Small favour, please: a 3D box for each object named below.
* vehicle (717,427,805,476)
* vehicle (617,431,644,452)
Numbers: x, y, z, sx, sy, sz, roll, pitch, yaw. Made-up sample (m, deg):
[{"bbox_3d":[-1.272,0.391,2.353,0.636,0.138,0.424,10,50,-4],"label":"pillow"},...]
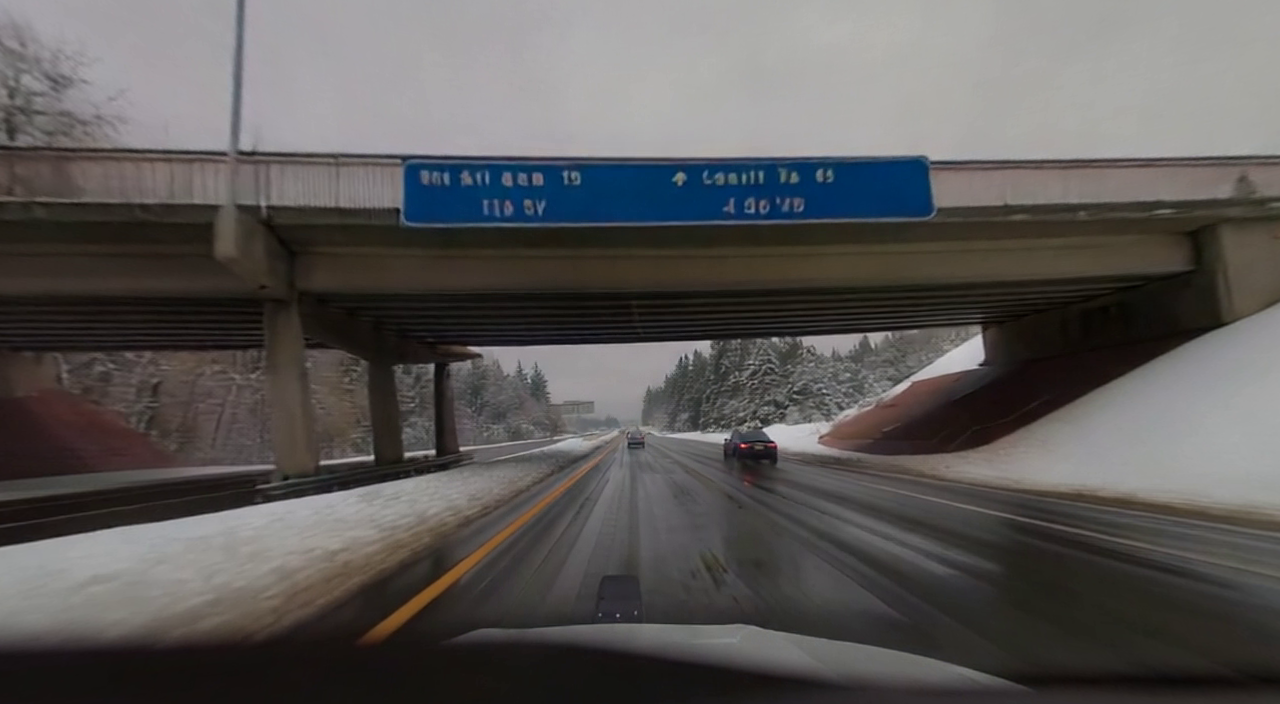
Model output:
[{"bbox_3d":[4.037,3.384,21.758,2.010,1.526,4.438,0,-8,-2],"label":"vehicle"},{"bbox_3d":[-0.731,6.926,48.885,1.998,1.492,3.878,0,-8,0],"label":"vehicle"}]
